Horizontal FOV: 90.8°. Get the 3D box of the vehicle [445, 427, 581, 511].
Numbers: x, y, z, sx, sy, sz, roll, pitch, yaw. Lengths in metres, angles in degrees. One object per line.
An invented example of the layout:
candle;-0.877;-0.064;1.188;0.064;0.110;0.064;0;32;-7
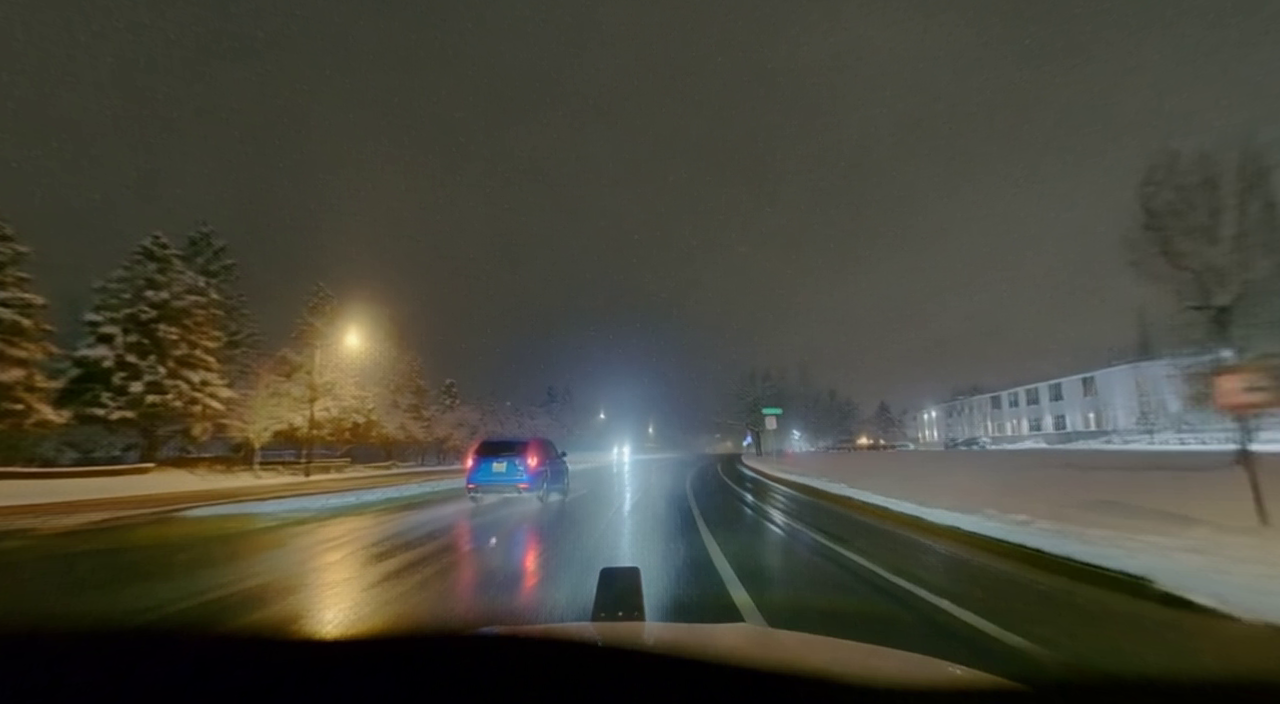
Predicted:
vehicle;-2.882;2.789;15.469;2.121;1.724;4.392;-1;-9;4
